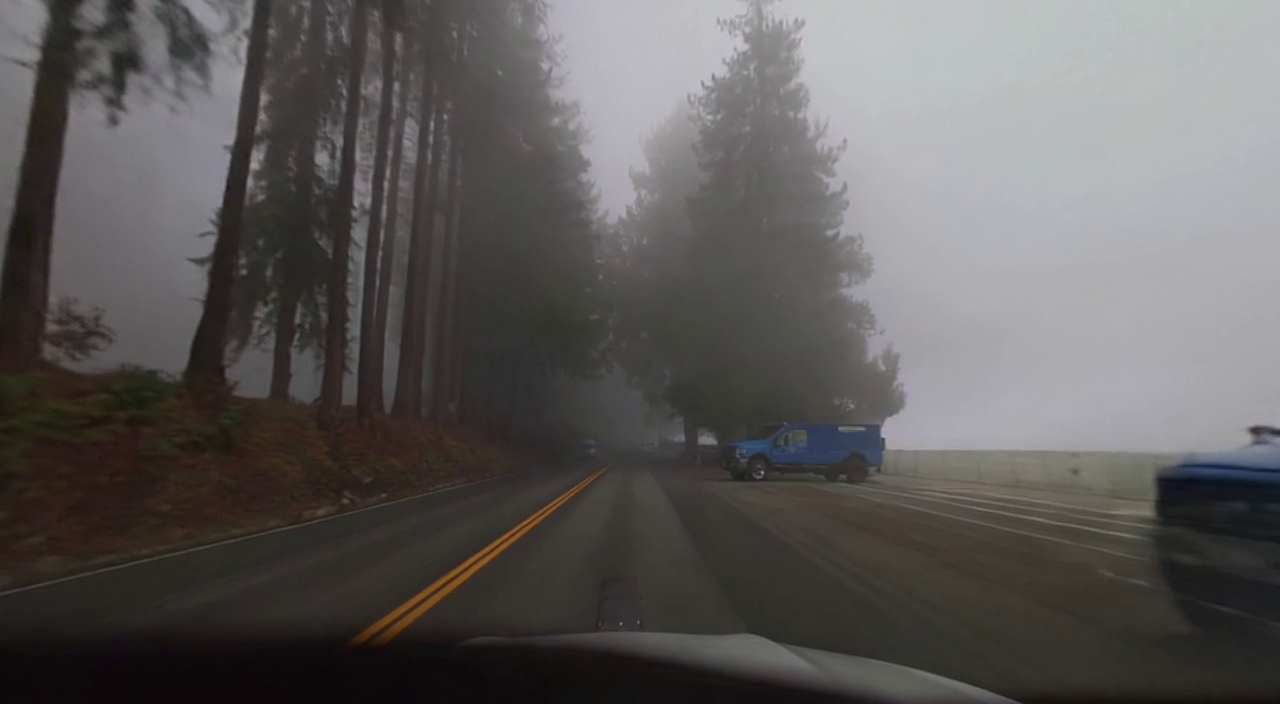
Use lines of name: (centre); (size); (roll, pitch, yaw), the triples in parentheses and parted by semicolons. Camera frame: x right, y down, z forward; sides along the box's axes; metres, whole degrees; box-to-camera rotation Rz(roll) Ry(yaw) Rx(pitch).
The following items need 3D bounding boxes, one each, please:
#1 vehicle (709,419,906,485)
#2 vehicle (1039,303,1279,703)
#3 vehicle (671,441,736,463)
vehicle: (6.164, 3.766, 24.027); (6.645, 2.298, 2.763); (0, -8, -3)
vehicle: (6.000, 0.866, 3.533); (5.797, 2.070, 2.502); (0, -8, -1)
vehicle: (4.975, 7.874, 49.734); (4.791, 1.706, 1.963); (1, -8, -5)
